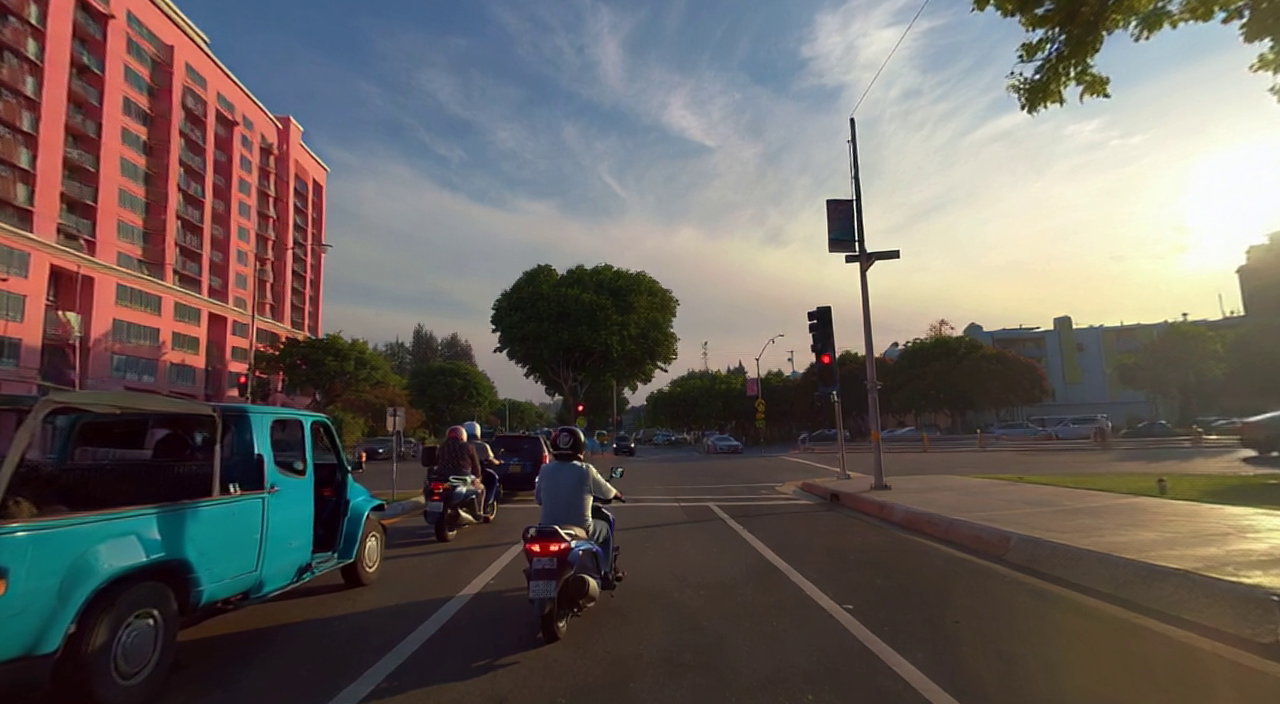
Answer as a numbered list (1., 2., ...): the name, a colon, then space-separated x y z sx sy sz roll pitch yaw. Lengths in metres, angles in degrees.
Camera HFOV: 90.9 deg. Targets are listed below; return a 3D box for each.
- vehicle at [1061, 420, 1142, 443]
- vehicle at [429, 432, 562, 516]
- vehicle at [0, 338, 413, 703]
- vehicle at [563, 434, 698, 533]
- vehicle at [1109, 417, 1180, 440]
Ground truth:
1. vehicle: 30.810 5.334 42.133 1.751 1.420 4.027 8 -12 -43
2. vehicle: -3.100 2.710 14.445 1.935 1.615 4.073 -1 -9 2
3. vehicle: -3.589 1.167 4.602 2.000 1.809 4.855 0 -9 1
4. vehicle: -0.103 2.300 11.620 2.025 1.458 4.085 -1 -9 1
5. vehicle: 37.005 5.653 46.311 1.716 1.543 3.682 8 -12 -41
